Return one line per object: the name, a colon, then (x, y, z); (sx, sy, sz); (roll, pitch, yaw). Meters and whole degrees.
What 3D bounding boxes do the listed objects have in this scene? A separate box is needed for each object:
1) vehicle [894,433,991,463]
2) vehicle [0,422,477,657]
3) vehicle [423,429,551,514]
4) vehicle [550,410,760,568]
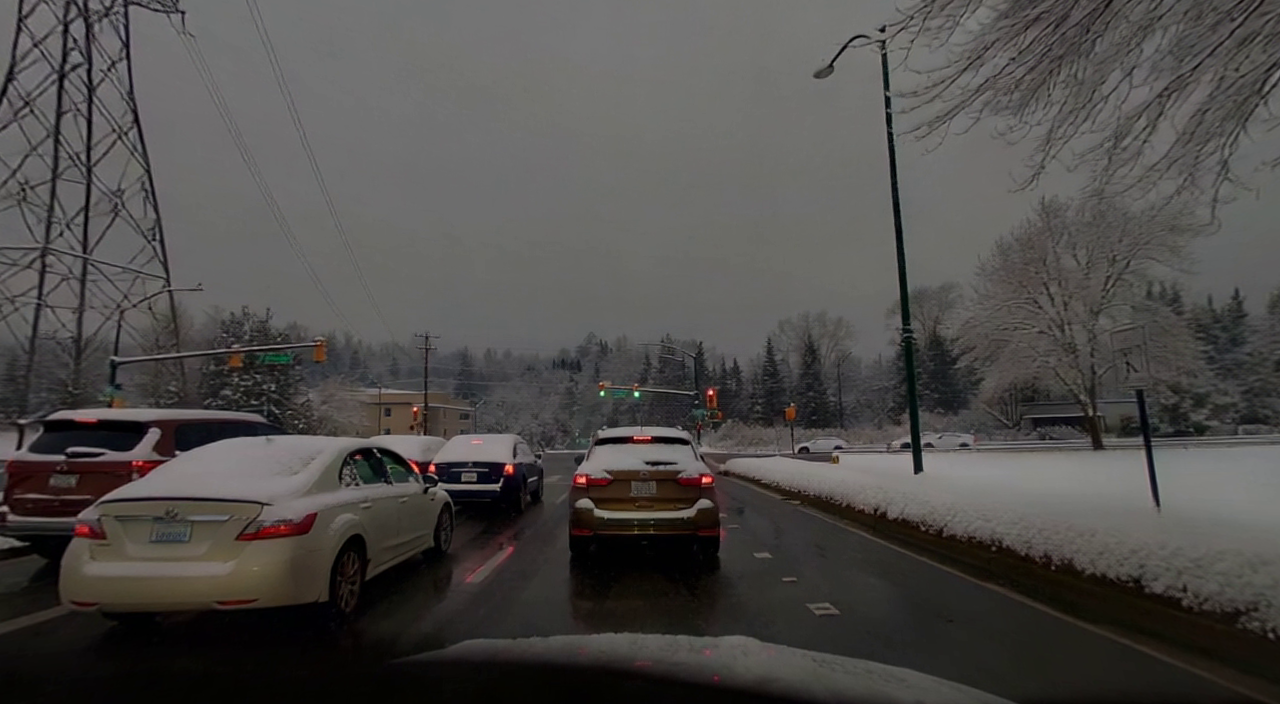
vehicle: (15.105, 4.808, 31.711); (3.858, 1.437, 1.899); (0, -8, -4)
vehicle: (-3.169, 1.522, 6.315); (1.973, 1.469, 4.448); (0, -8, -1)
vehicle: (-3.266, 2.624, 14.341); (1.997, 1.636, 3.760); (0, -8, -1)
vehicle: (0.092, 1.775, 8.947); (2.239, 1.661, 4.224); (0, -8, -2)
